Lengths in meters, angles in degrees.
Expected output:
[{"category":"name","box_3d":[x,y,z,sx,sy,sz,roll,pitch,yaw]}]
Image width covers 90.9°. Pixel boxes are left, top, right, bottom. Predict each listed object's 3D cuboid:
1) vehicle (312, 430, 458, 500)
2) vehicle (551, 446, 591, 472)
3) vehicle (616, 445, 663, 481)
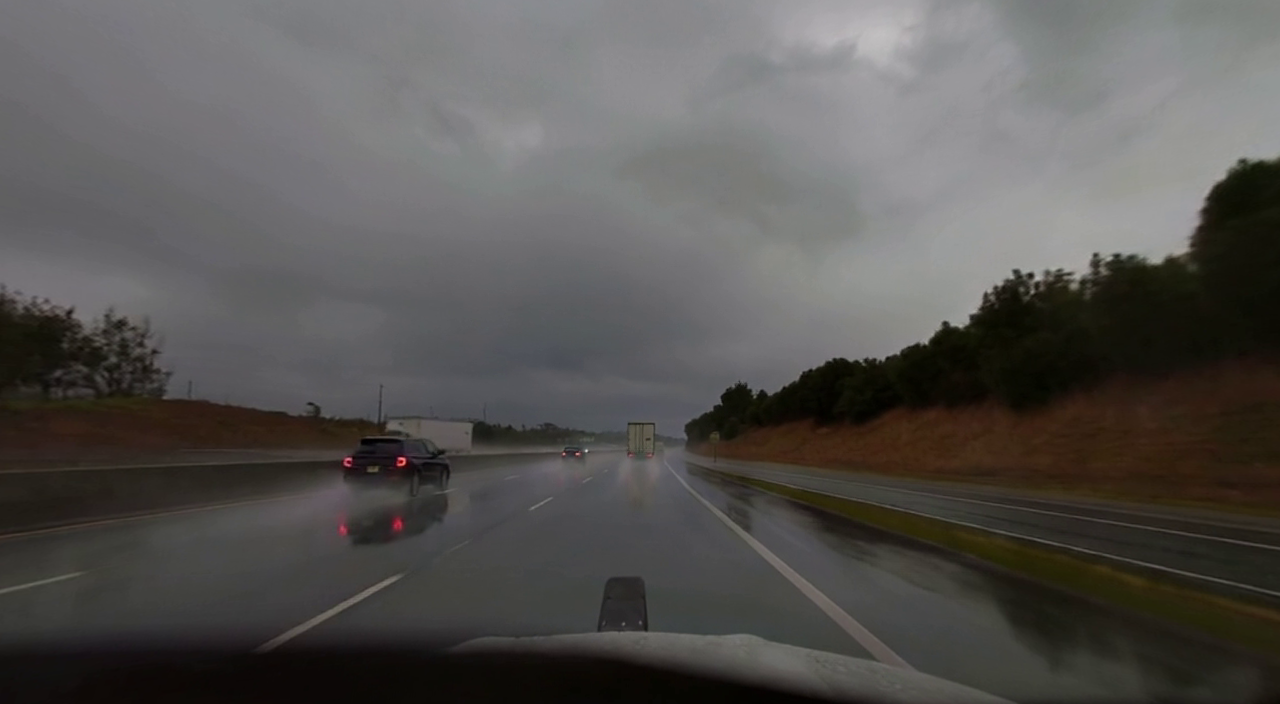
[{"category":"vehicle","box_3d":[-7.719,3.493,19.881,2.316,1.875,5.337,0,-9,1]},{"category":"vehicle","box_3d":[-4.360,6.847,40.512,2.018,1.504,4.431,0,-9,1]},{"category":"vehicle","box_3d":[-0.024,4.972,28.461,1.991,1.507,3.391,0,-9,0]}]
